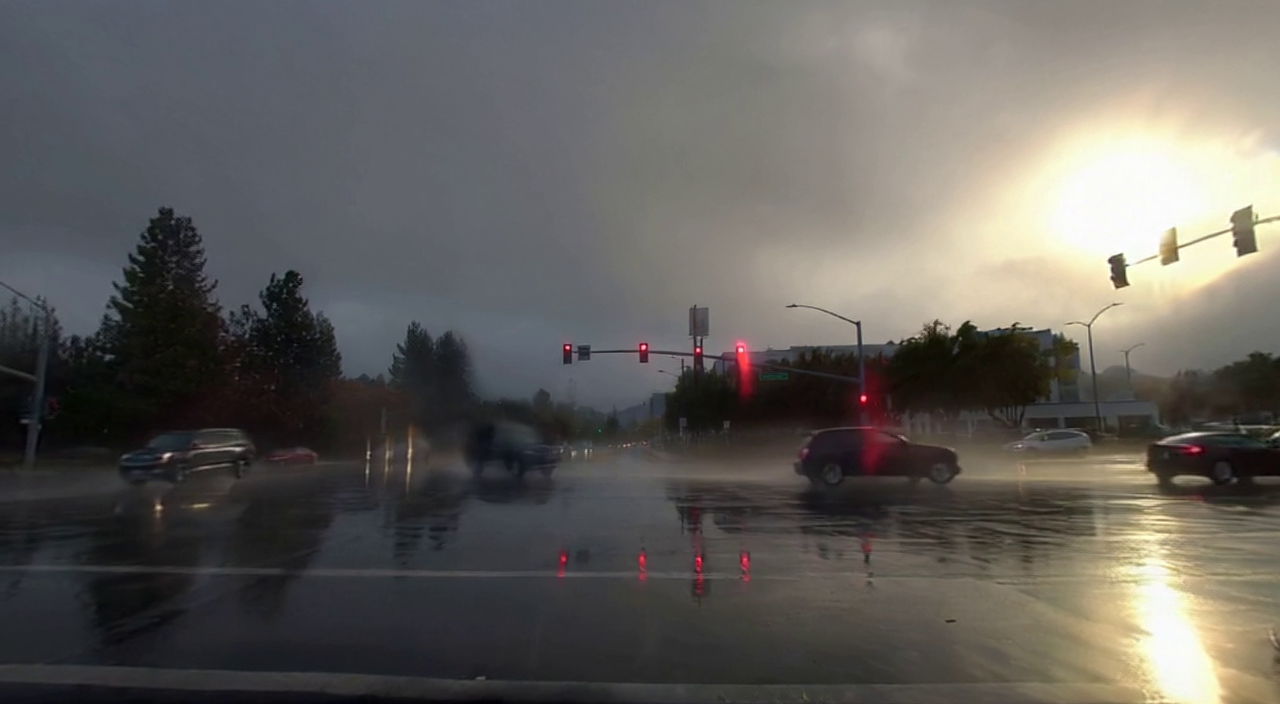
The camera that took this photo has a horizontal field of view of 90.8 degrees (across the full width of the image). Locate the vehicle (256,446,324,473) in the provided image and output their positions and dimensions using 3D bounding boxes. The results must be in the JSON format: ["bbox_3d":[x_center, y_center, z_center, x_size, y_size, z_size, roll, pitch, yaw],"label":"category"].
[{"bbox_3d":[-23.024,7.077,41.740,1.938,1.676,4.483,0,-9,0],"label":"vehicle"}]

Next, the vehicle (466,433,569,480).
[{"bbox_3d":[-4.890,4.104,24.985,1.982,1.678,4.180,8,-12,-44],"label":"vehicle"}]

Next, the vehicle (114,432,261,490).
[{"bbox_3d":[-16.371,3.956,23.245,1.977,1.878,4.575,0,-9,0],"label":"vehicle"}]

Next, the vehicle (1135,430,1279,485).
[{"bbox_3d":[17.320,2.995,18.093,4.532,1.467,2.135,0,-9,-4],"label":"vehicle"}]

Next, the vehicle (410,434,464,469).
[{"bbox_3d":[-12.205,6.010,38.391,2.223,1.972,5.310,1,-8,-8],"label":"vehicle"}]

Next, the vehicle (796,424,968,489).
[{"bbox_3d":[7.536,3.289,20.073,4.767,1.877,2.017,-3,-9,19],"label":"vehicle"}]
